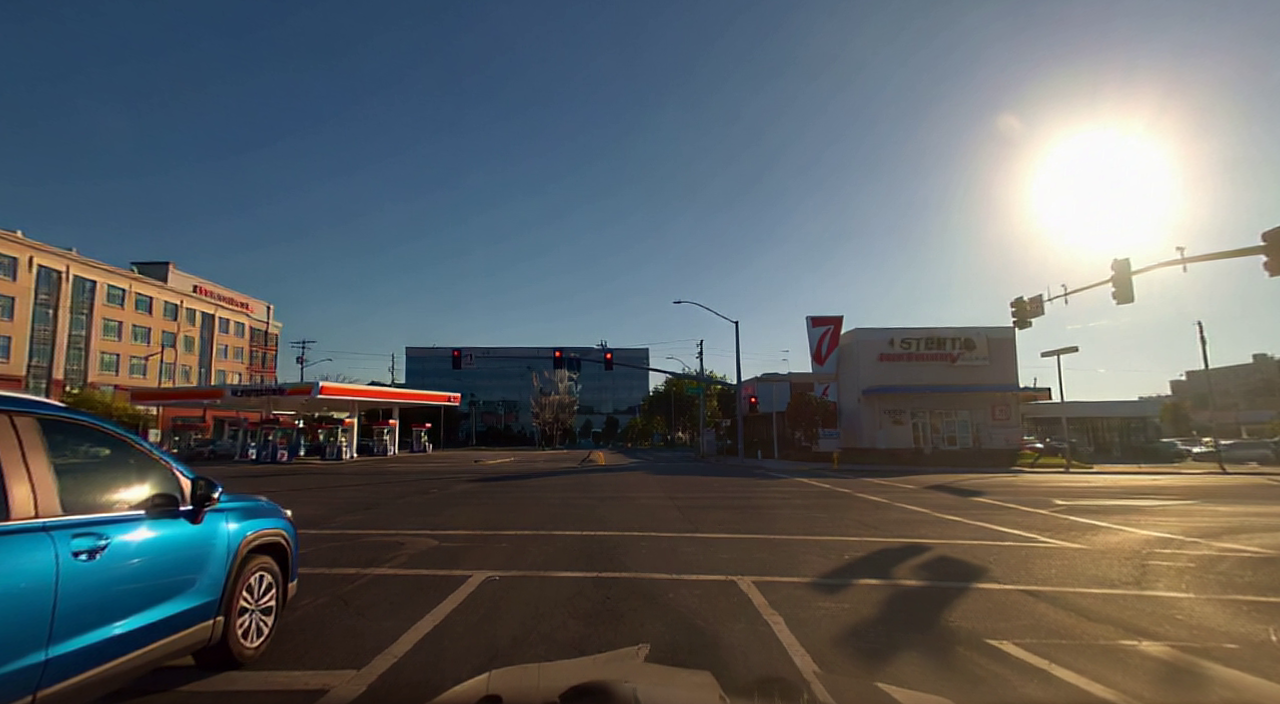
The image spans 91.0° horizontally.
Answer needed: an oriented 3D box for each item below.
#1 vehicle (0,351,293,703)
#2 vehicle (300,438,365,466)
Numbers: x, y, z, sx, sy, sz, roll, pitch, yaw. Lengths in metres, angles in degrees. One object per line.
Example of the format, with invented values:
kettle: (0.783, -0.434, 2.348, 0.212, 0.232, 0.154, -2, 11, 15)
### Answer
vehicle: (-3.428, 0.803, 2.045, 2.053, 1.690, 4.364, 0, -9, 1)
vehicle: (-20.456, 6.683, 42.164, 2.004, 1.699, 4.486, 0, -9, 1)
